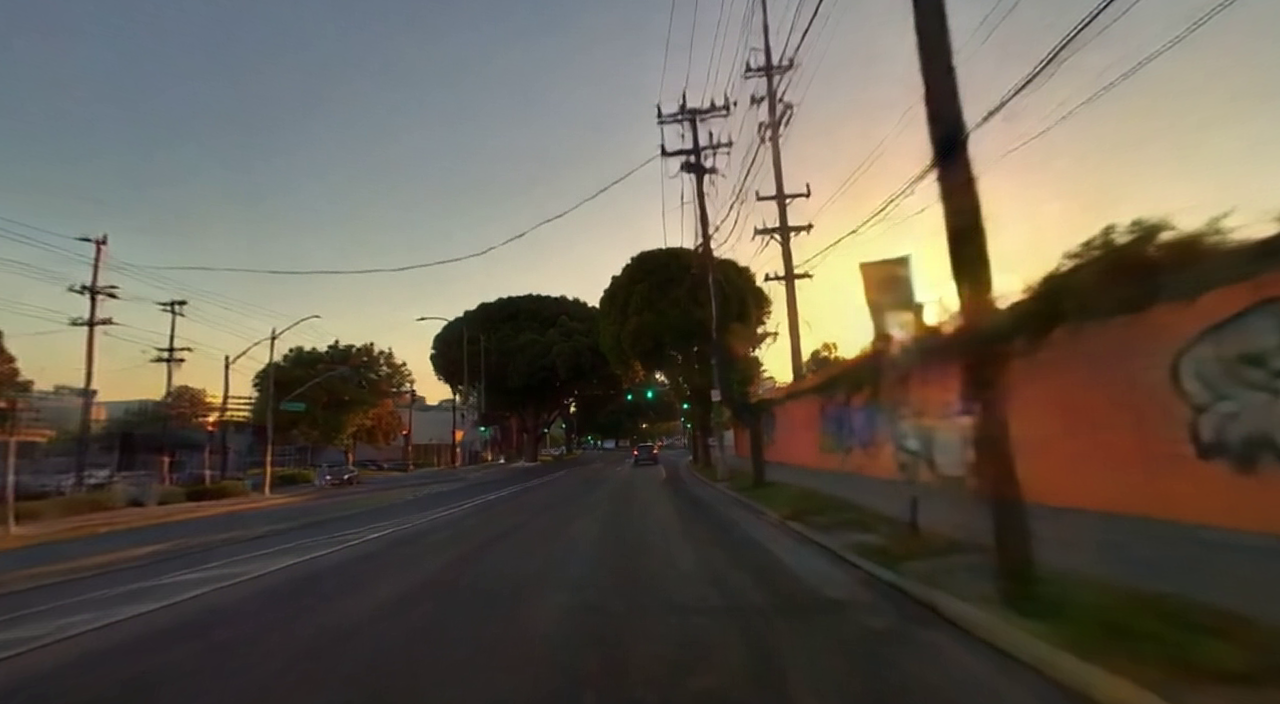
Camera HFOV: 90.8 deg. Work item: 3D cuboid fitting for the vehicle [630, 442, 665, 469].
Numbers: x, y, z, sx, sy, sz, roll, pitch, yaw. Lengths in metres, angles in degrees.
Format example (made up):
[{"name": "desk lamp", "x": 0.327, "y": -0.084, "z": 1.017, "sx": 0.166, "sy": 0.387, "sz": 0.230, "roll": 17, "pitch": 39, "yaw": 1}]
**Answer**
[{"name": "vehicle", "x": 0.461, "y": 6.600, "z": 40.392, "sx": 2.105, "sy": 1.611, "sz": 3.750, "roll": 0, "pitch": -9, "yaw": 0}]
